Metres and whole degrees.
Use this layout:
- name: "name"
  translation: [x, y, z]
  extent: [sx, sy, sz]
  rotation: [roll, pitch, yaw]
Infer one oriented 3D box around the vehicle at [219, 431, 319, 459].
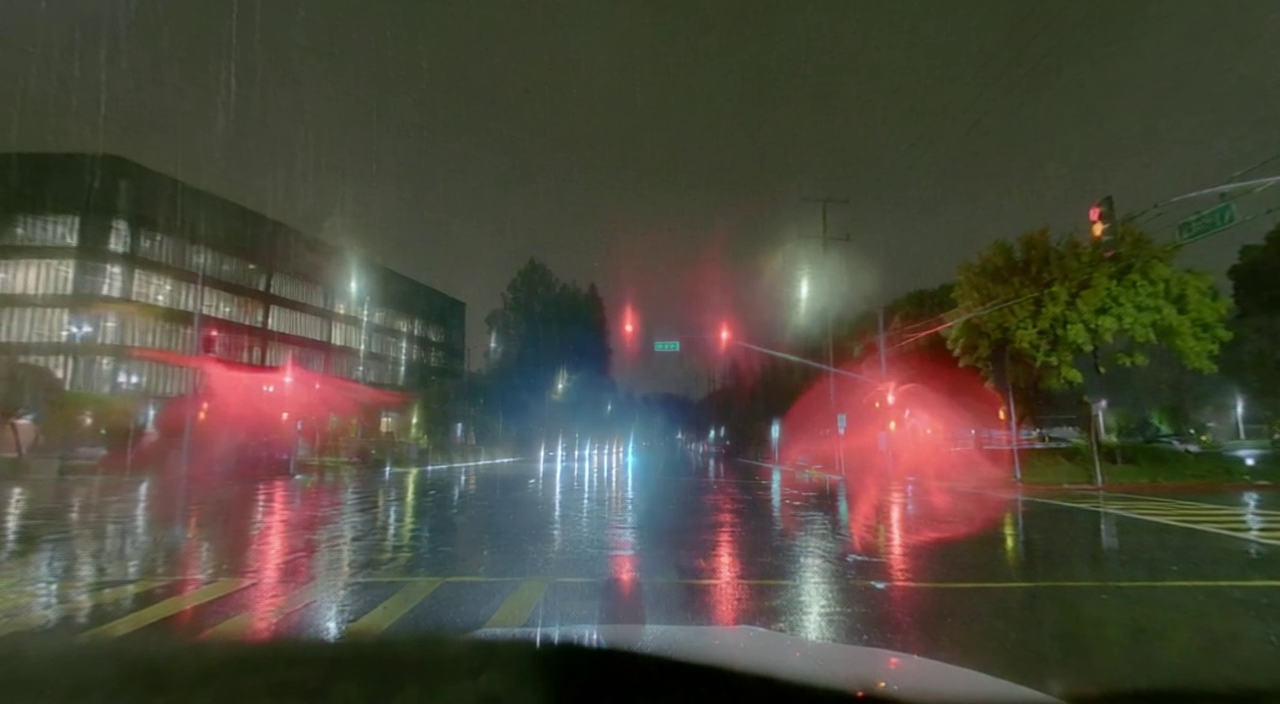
- name: "vehicle"
  translation: [-22.386, 5.637, 38.249]
  extent: [4.765, 1.593, 1.891]
  rotation: [1, -9, -7]
